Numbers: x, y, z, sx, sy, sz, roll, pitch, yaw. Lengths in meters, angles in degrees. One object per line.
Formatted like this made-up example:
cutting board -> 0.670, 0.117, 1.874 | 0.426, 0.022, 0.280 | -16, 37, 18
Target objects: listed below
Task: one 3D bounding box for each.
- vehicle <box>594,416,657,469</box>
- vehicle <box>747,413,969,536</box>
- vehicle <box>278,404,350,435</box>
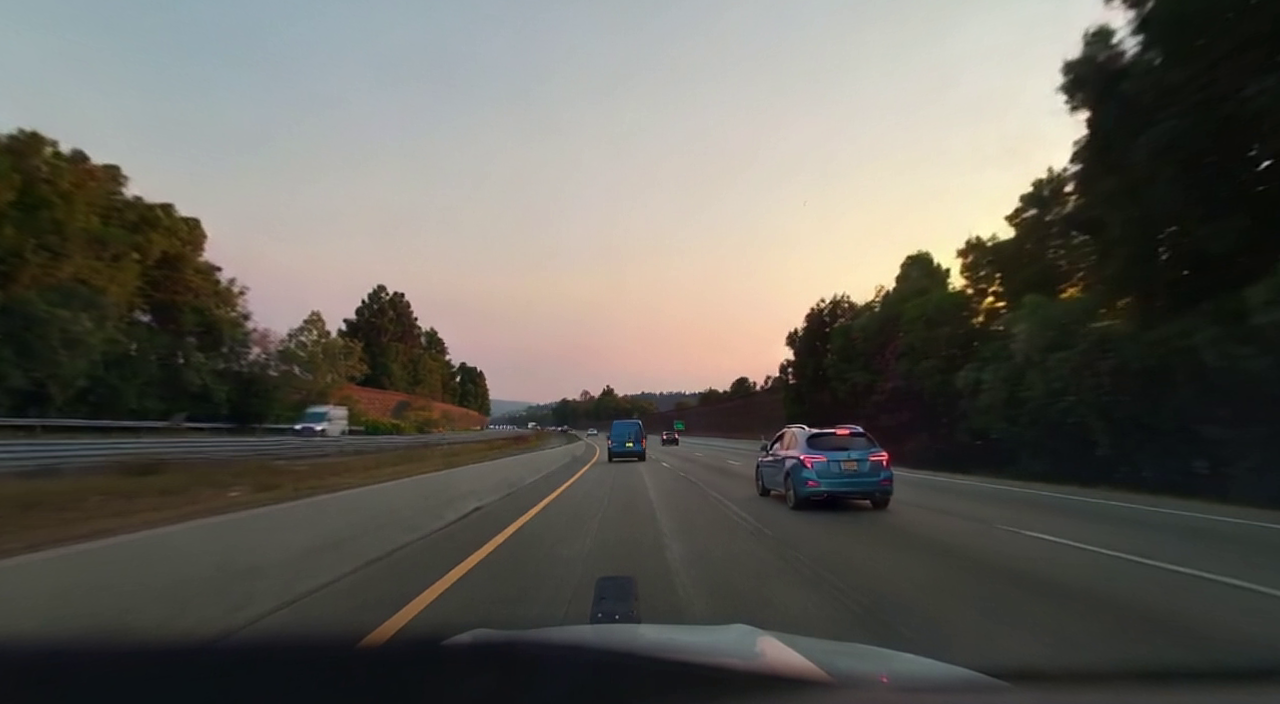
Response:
vehicle -> -0.602, 3.775, 26.360 | 2.403, 1.994, 4.683 | 0, -8, -1
vehicle -> 3.243, 1.899, 10.407 | 2.078, 1.600, 4.012 | 0, -8, -2
vehicle -> -22.831, 4.831, 44.474 | 2.272, 1.959, 5.410 | 0, -8, -2
